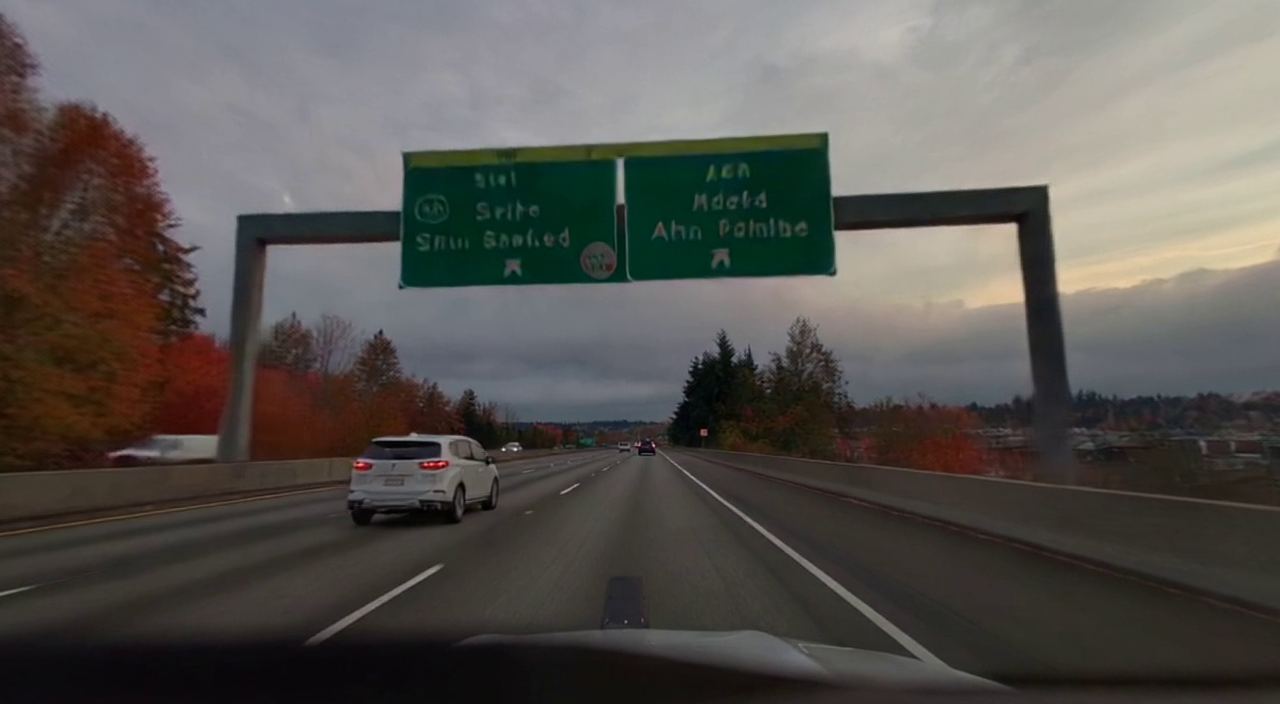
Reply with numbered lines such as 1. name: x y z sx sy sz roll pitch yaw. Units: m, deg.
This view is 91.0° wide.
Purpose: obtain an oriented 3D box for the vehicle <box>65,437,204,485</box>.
1. vehicle: -20.005 4.301 25.190 1.932 1.711 4.286 0 -8 0

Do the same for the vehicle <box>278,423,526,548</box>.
1. vehicle: -3.472 2.041 10.443 2.061 1.572 4.814 0 -8 2
